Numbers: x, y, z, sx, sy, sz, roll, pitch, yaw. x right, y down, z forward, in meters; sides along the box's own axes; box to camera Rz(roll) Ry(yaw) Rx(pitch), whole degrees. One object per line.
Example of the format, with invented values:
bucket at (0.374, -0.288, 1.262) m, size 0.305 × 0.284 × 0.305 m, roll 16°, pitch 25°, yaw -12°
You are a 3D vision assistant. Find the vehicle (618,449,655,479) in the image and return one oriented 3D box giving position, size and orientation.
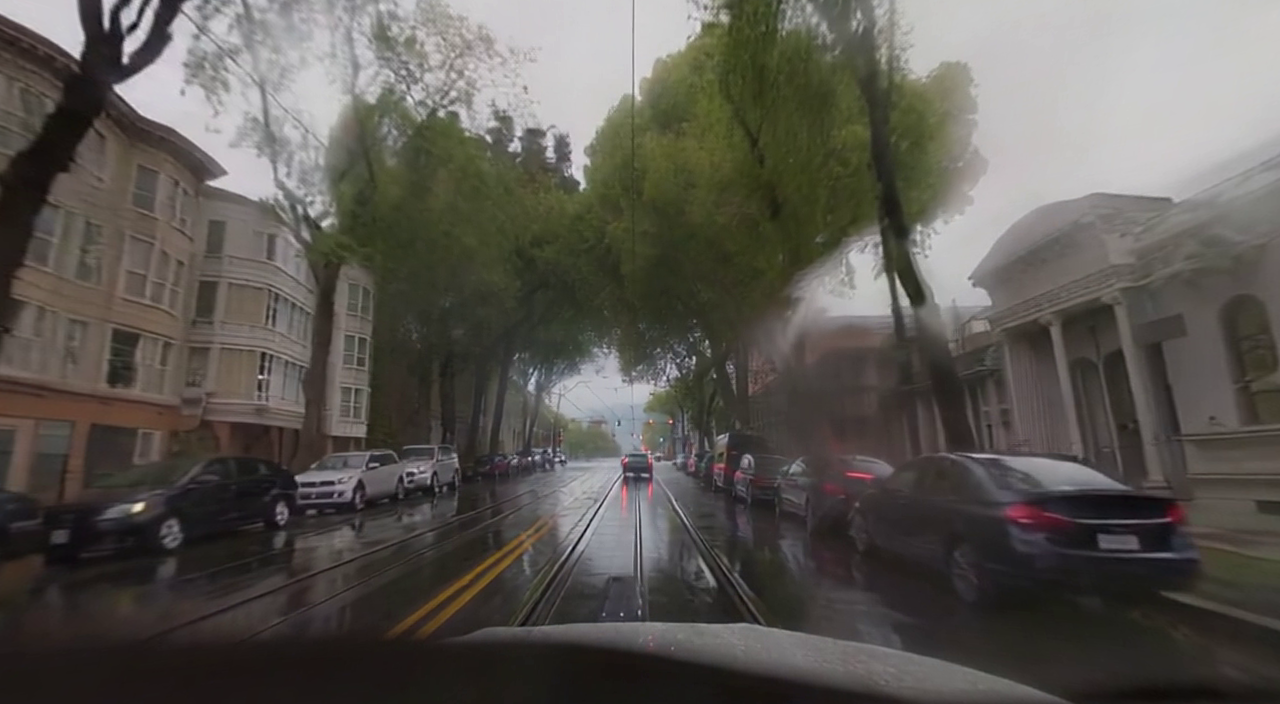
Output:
vehicle at (-0.189, 6.211, 35.292) m, size 1.984 × 1.571 × 3.404 m, roll 0°, pitch -9°, yaw 0°

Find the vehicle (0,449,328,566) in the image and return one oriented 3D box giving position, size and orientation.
vehicle at (-7.374, 2.389, 10.654) m, size 1.833 × 1.477 × 4.851 m, roll 0°, pitch -9°, yaw -1°

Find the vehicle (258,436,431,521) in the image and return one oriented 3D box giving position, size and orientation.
vehicle at (-7.307, 3.145, 16.369) m, size 2.049 × 1.821 × 5.066 m, roll 0°, pitch -9°, yaw -1°

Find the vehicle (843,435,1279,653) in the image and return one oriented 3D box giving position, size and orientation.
vehicle at (3.886, 1.723, 6.802) m, size 1.890 × 1.559 × 4.281 m, roll 0°, pitch -9°, yaw -1°

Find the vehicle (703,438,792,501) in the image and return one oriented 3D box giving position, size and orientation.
vehicle at (3.806, 4.266, 23.695) m, size 2.242 × 2.000 × 6.340 m, roll 1°, pitch -8°, yaw 0°
